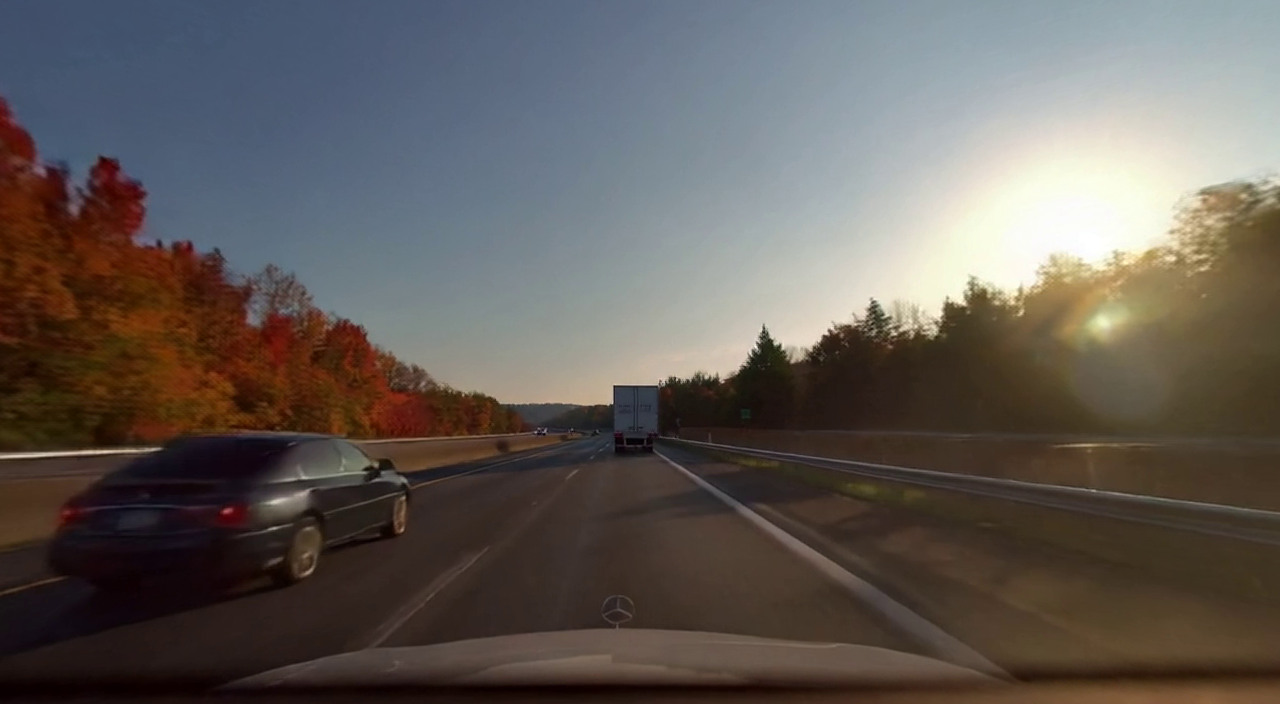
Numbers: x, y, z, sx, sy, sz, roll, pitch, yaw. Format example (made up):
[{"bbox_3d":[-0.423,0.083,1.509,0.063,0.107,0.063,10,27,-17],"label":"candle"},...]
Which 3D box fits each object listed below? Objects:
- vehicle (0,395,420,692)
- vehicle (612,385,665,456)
[{"bbox_3d":[-3.755,1.262,5.364,2.217,1.495,4.245,0,-8,0],"label":"vehicle"},{"bbox_3d":[-0.276,4.709,41.764,3.013,4.016,11.496,0,-8,-2],"label":"vehicle"}]
